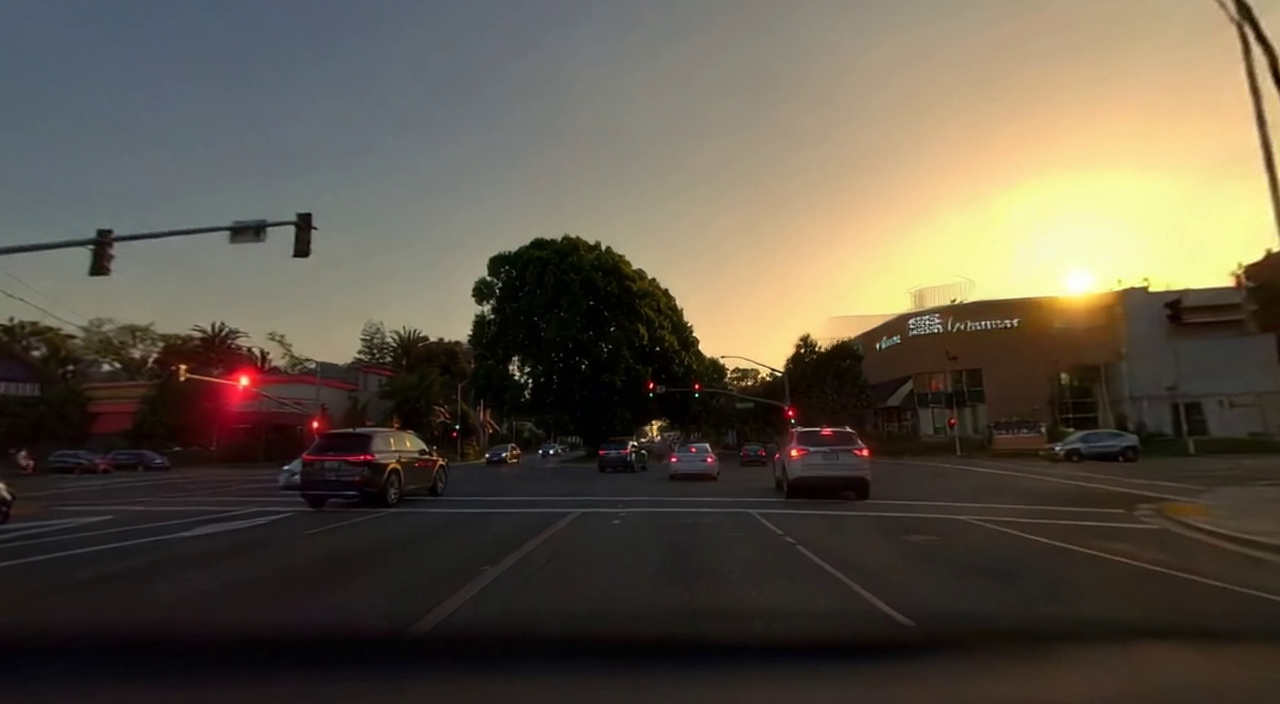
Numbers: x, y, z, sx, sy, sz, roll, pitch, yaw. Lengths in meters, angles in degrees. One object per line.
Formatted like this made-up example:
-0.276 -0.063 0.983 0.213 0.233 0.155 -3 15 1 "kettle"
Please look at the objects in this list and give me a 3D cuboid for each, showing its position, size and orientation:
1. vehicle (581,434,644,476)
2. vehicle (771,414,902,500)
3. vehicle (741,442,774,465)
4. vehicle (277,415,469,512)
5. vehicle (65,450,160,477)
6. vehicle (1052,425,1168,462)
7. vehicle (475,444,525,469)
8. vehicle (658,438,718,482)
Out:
-1.146 4.670 28.796 2.088 1.746 4.650 -1 -8 8 "vehicle"
5.029 2.790 17.108 2.267 1.931 5.145 -1 -8 5 "vehicle"
8.414 7.259 45.411 2.149 1.532 4.168 -2 -8 8 "vehicle"
-5.883 2.529 14.746 2.127 1.888 4.637 -1 -8 5 "vehicle"
-34.797 7.339 41.695 4.942 1.602 2.111 -2 -8 13 "vehicle"
25.729 5.053 34.753 4.557 1.848 2.008 -2 -9 8 "vehicle"
-9.852 7.278 44.193 2.041 1.660 4.371 5 -10 -31 "vehicle"
1.868 4.034 23.917 2.057 1.492 3.825 -1 -8 6 "vehicle"
